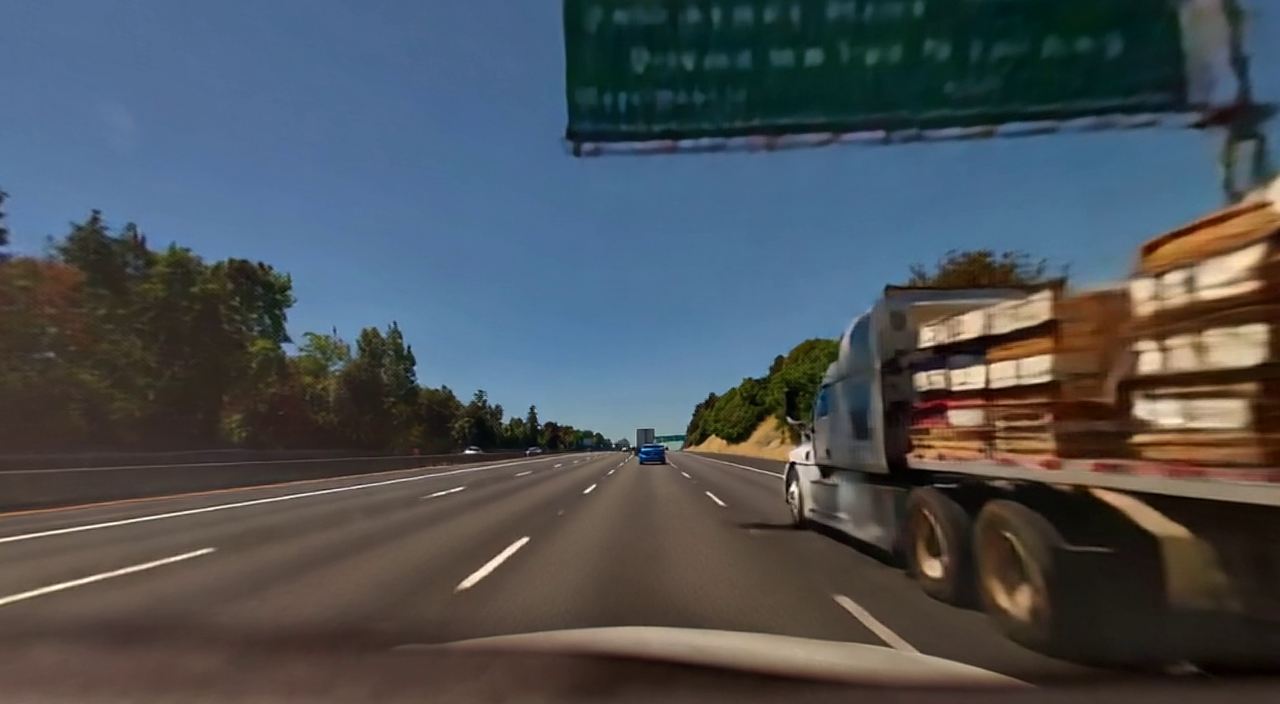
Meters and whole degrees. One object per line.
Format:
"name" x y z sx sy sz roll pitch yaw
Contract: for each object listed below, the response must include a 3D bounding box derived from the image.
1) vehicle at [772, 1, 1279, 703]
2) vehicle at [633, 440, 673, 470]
"vehicle" 4.083 0.453 7.589 3.071 3.888 8.330 0 -8 -1
"vehicle" 0.652 5.575 34.305 2.042 1.528 4.300 0 -8 0
